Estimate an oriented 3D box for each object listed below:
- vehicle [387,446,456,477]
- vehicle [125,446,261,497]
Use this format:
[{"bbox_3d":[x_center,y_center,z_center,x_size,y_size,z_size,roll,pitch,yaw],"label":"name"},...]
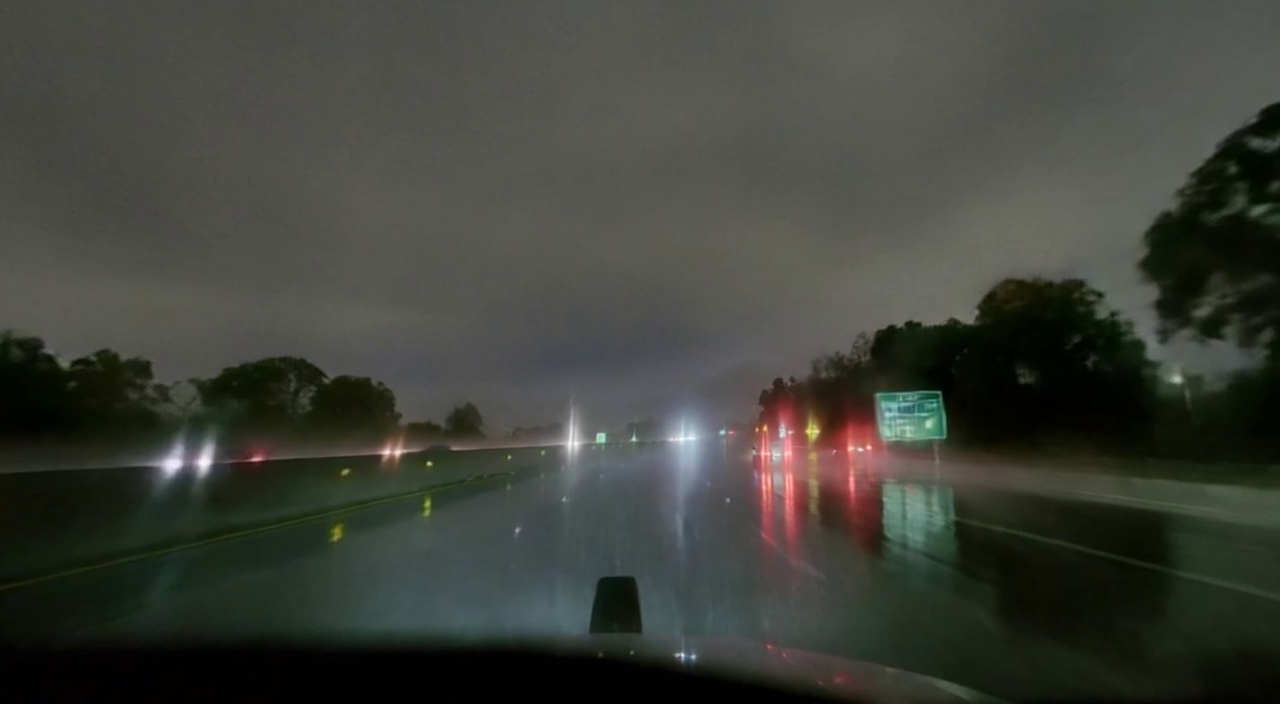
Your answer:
[{"bbox_3d":[-11.774,5.896,34.264,1.995,1.532,4.395,-1,-8,3],"label":"vehicle"},{"bbox_3d":[-16.611,4.421,23.712,1.905,1.670,4.244,-1,-8,2],"label":"vehicle"}]
